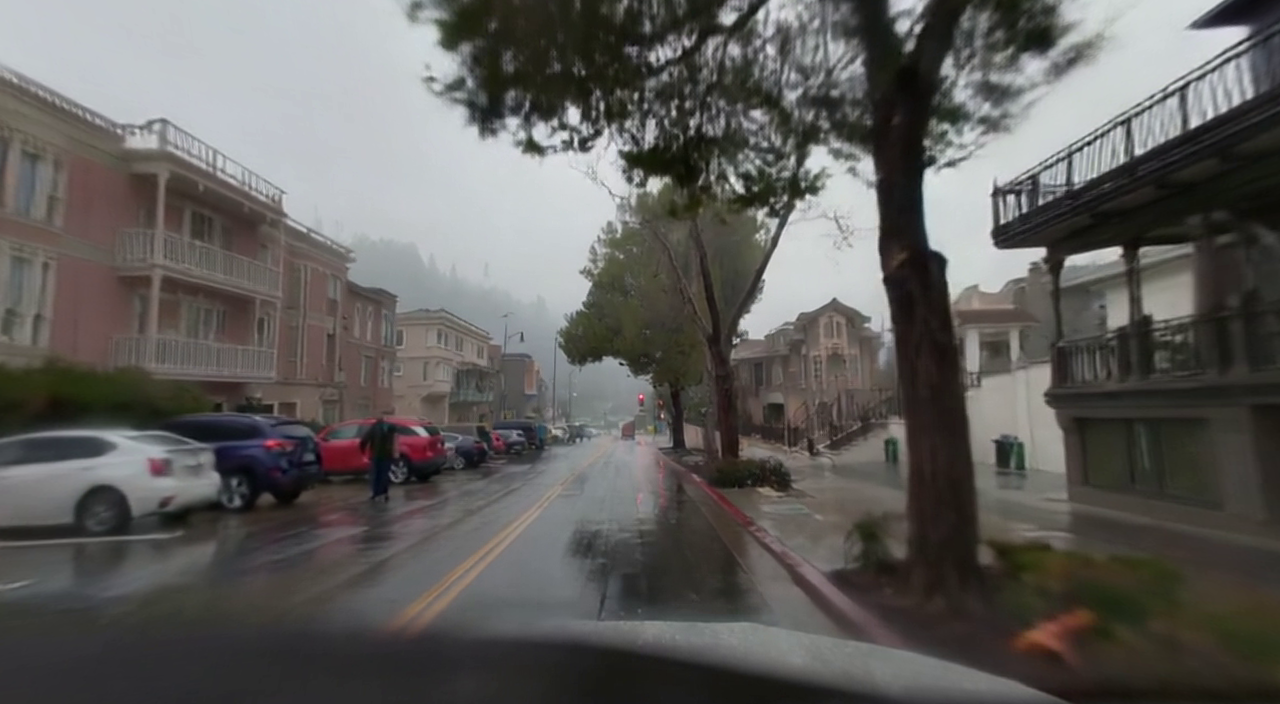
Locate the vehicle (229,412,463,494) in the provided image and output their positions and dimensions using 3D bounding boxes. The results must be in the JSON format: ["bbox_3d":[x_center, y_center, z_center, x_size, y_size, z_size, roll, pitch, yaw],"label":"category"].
[{"bbox_3d":[-7.503,2.631,16.571,4.981,1.975,2.296,-1,-8,3],"label":"vehicle"}]

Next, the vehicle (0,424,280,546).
[{"bbox_3d":[-7.703,1.850,9.084,3.908,1.544,1.789,0,-8,-1],"label":"vehicle"}]

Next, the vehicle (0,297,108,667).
[{"bbox_3d":[-7.045,0.788,3.599,5.592,2.439,2.515,0,-8,-1],"label":"vehicle"}]
